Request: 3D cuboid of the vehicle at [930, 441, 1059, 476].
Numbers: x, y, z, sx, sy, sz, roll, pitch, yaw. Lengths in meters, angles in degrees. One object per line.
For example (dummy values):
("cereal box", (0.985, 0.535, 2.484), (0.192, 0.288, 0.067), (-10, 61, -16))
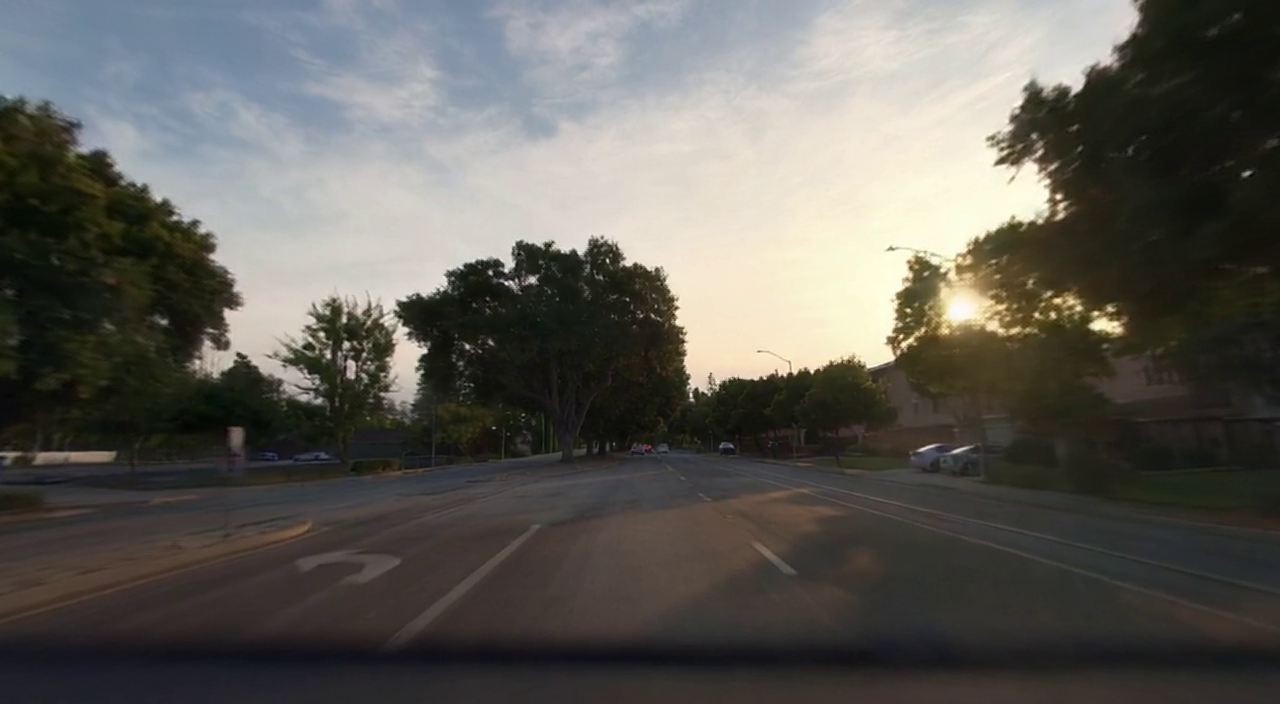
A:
("vehicle", (15.892, 4.800, 28.526), (4.592, 1.472, 2.009), (0, -9, -1))
